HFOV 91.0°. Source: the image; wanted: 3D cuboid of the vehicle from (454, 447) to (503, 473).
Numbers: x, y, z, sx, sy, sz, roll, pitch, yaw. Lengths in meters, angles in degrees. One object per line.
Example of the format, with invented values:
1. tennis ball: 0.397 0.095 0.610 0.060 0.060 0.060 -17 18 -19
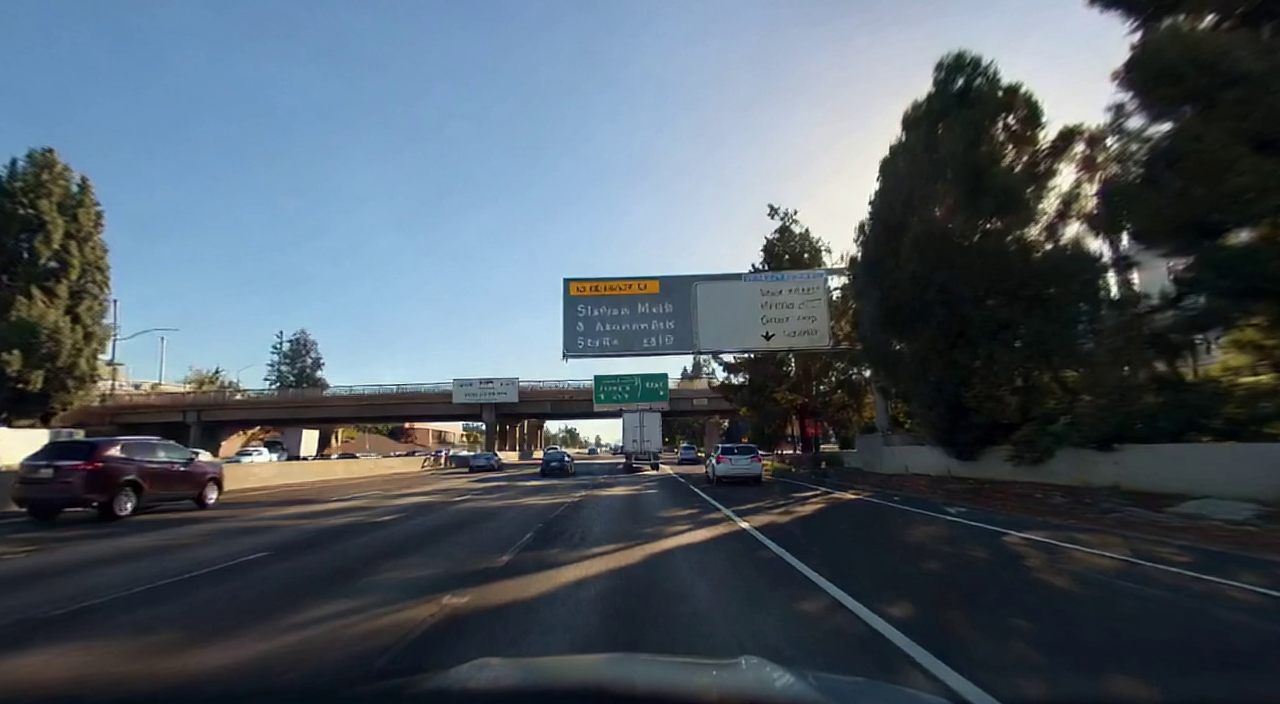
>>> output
1. vehicle: -10.890 7.330 42.870 2.080 1.637 4.581 0 -9 1

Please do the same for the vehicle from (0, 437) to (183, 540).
1. vehicle: -11.164 2.448 11.788 1.966 1.627 4.258 0 -9 0

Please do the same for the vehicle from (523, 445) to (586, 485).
1. vehicle: -3.601 4.853 27.283 2.083 1.576 4.307 0 -9 1

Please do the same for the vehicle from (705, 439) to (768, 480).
1. vehicle: 4.283 4.880 28.724 2.107 1.707 4.445 0 -9 0
